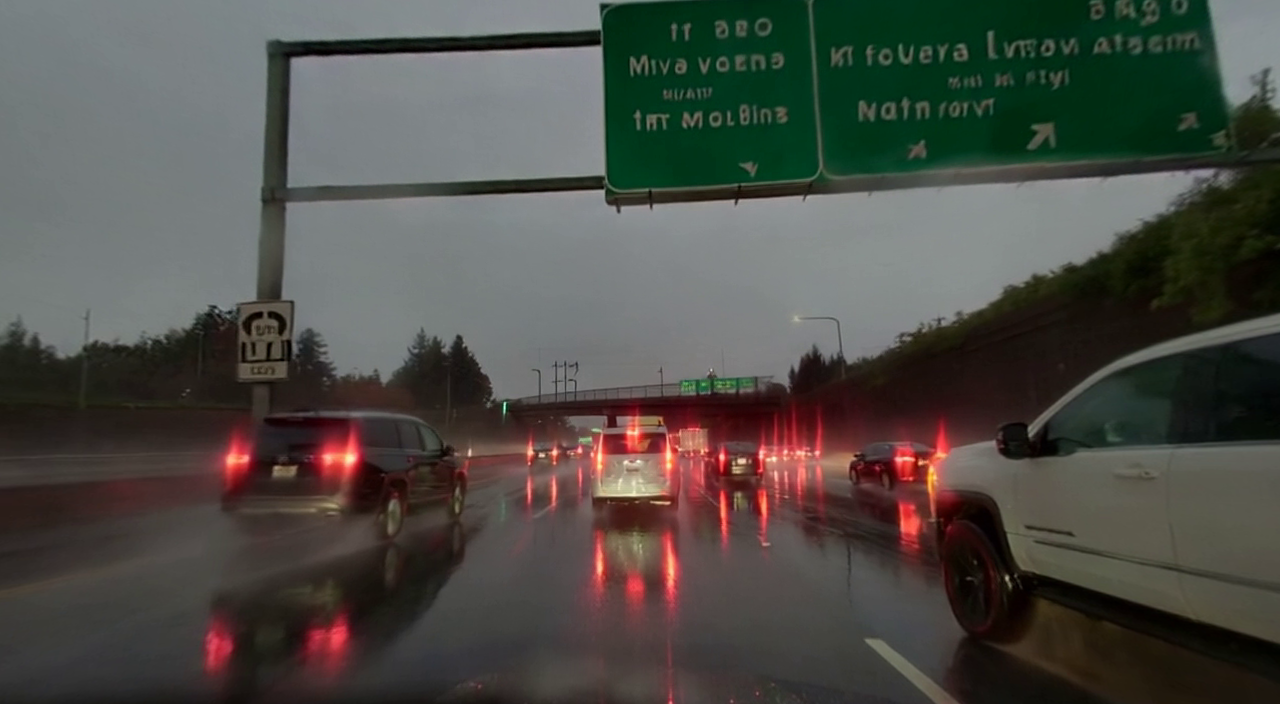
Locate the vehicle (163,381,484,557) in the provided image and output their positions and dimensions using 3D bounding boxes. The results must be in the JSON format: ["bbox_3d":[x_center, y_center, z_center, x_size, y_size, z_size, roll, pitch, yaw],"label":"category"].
[{"bbox_3d":[-4.575,1.859,10.693,2.212,2.101,6.052,0,-9,1],"label":"vehicle"}]

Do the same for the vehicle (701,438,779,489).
[{"bbox_3d":[3.504,3.997,22.951,2.022,1.633,4.651,1,-9,-1],"label":"vehicle"}]

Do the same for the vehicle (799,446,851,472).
[{"bbox_3d":[11.967,6.940,41.115,1.797,1.557,4.653,1,-9,-2],"label":"vehicle"}]

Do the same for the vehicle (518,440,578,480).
[{"bbox_3d":[-4.112,4.900,28.882,1.982,1.655,4.604,0,-9,1],"label":"vehicle"}]

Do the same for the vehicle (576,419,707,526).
[{"bbox_3d":[0.036,2.337,12.673,2.181,1.756,4.167,0,-9,0],"label":"vehicle"}]

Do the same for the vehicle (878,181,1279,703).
[{"bbox_3d":[3.481,0.693,3.428,2.300,2.242,5.327,0,-9,1],"label":"vehicle"}]
